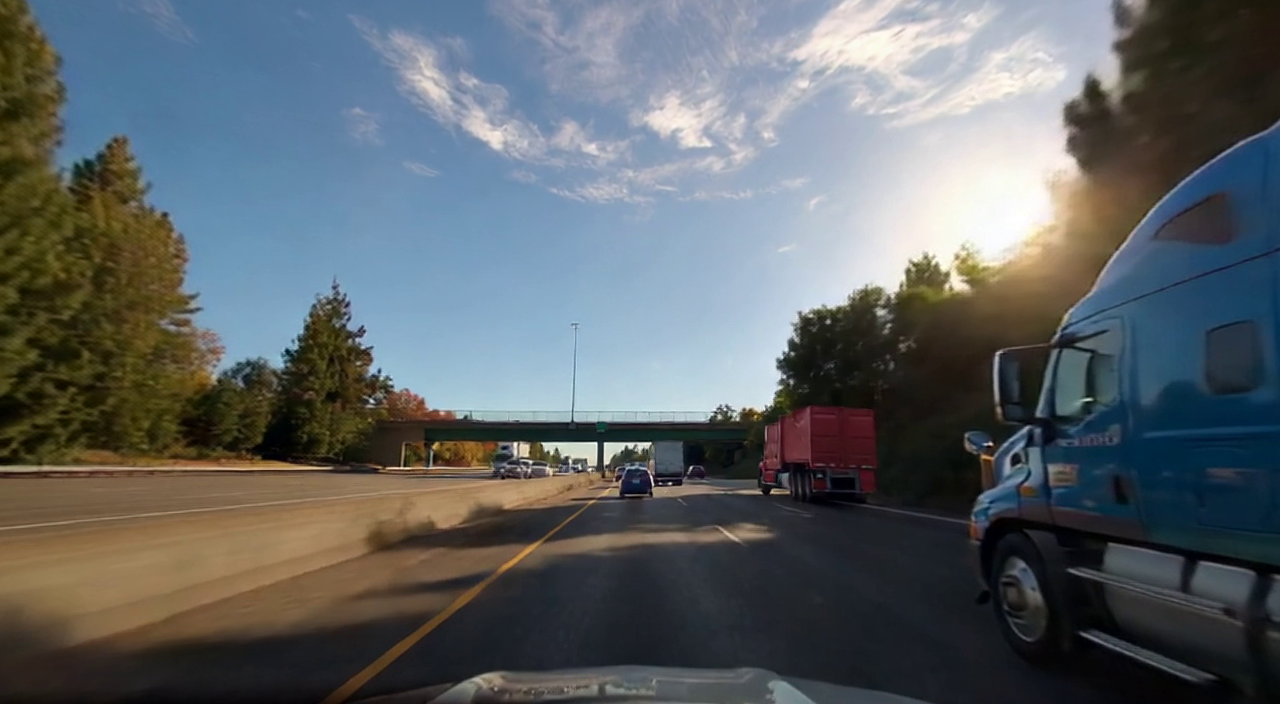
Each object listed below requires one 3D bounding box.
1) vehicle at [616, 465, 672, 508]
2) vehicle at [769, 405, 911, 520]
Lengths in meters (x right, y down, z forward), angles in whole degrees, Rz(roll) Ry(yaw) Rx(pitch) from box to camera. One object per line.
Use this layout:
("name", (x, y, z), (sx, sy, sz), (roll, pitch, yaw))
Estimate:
("vehicle", (0.154, 5.369, 25.402), (2.067, 1.552, 3.601), (1, -11, 0))
("vehicle", (7.356, 4.330, 24.638), (2.839, 3.684, 8.091), (1, -11, 0))
